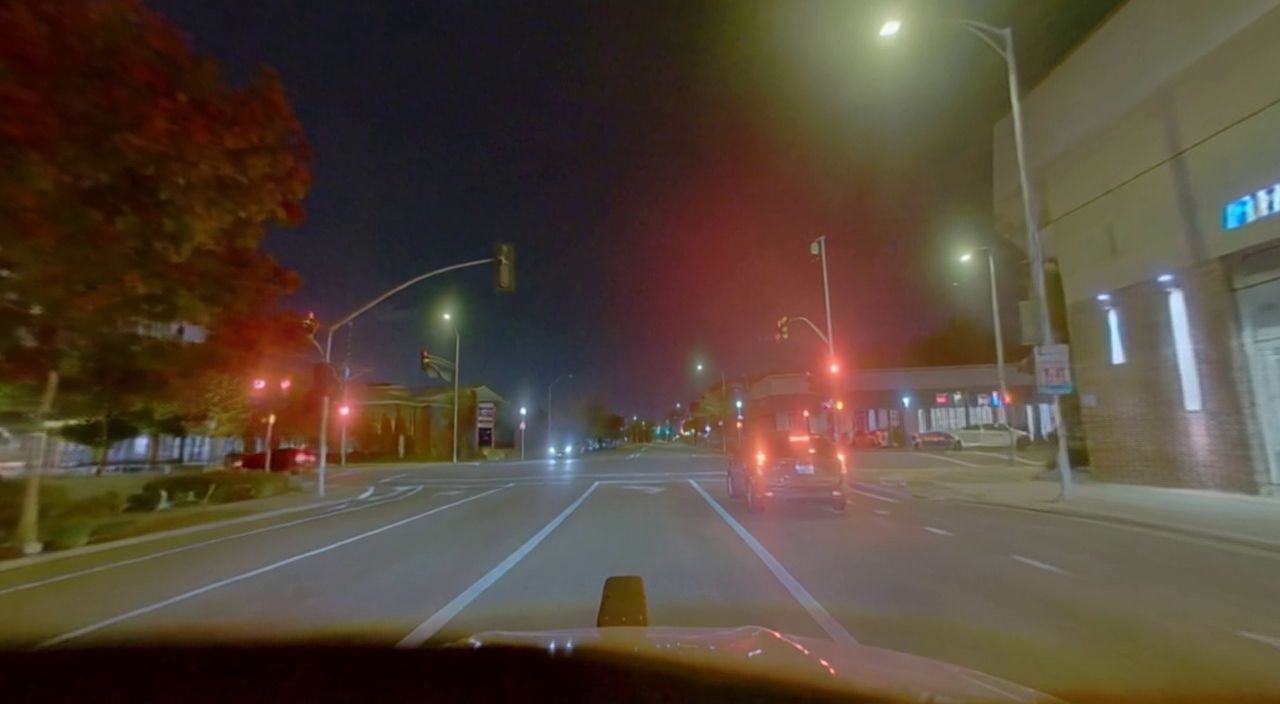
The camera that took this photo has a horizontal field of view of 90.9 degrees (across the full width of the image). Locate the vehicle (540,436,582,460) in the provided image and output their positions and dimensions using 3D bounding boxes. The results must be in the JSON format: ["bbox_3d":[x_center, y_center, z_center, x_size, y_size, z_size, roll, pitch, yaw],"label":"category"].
[{"bbox_3d":[-5.817,7.152,46.970,1.972,1.693,4.516,-1,-8,7],"label":"vehicle"}]

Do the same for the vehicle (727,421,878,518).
[{"bbox_3d":[2.964,2.223,12.427,1.947,1.576,3.825,0,-8,0],"label":"vehicle"}]

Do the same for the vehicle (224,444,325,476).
[{"bbox_3d":[-18.822,5.548,32.537,4.037,1.562,2.099,-2,-8,12],"label":"vehicle"}]

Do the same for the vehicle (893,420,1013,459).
[{"bbox_3d":[14.755,4.158,29.941,4.611,1.778,1.939,0,-8,0],"label":"vehicle"}]
